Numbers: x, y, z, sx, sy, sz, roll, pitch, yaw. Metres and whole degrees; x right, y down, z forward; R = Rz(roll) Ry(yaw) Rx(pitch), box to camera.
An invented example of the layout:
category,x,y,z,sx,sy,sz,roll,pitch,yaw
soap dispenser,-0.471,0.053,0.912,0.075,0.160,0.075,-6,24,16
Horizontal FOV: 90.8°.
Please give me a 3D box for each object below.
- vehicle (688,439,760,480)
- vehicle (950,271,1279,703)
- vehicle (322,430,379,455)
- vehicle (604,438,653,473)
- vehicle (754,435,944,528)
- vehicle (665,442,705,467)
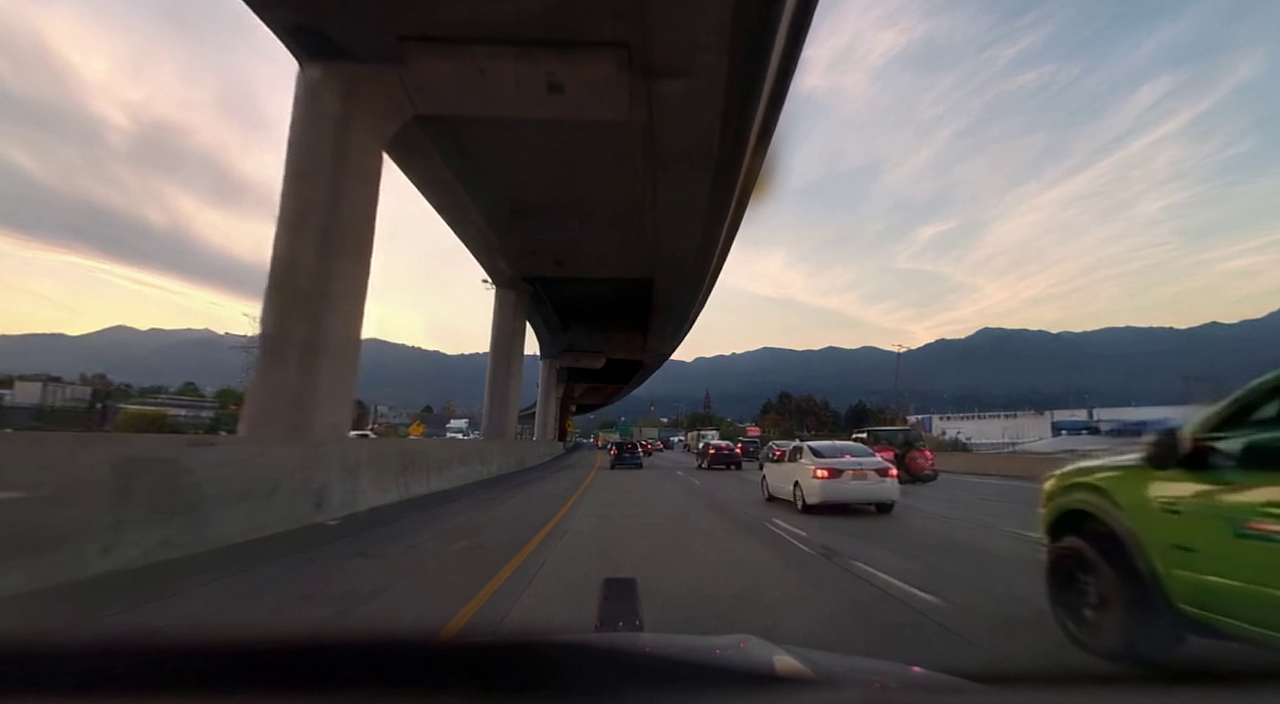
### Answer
category,x,y,z,sx,sy,sz,roll,pitch,yaw
vehicle,3.292,4.321,25.649,2.057,1.517,4.538,0,-9,-3
vehicle,4.061,0.571,1.748,2.747,2.061,7.011,0,-9,-1
vehicle,-20.016,6.325,43.891,1.965,1.627,4.533,0,-9,-2
vehicle,-0.644,5.060,31.068,2.266,1.549,3.978,0,-9,-3
vehicle,3.804,2.441,12.604,1.923,1.462,4.895,0,-9,-3
vehicle,2.802,6.495,40.309,1.905,1.491,4.468,0,-9,-4
